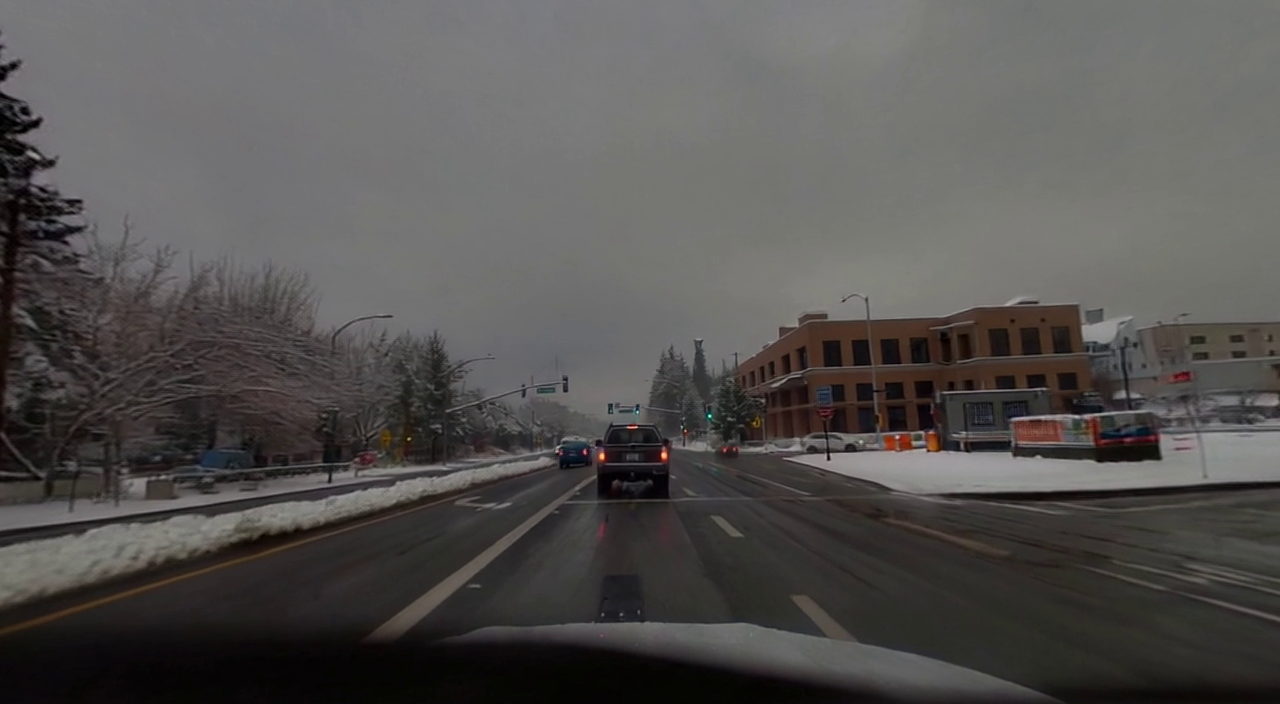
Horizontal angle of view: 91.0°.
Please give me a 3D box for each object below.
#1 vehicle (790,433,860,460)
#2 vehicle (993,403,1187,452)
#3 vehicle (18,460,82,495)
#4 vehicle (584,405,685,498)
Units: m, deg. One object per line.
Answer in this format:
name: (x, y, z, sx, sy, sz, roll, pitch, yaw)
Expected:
vehicle: (11.253, 5.728, 38.109, 4.267, 1.503, 2.145, 8, -12, -44)
vehicle: (14.858, 2.596, 21.132, 4.986, 1.467, 2.025, -6, -10, 34)
vehicle: (-33.398, 7.041, 35.550, 4.692, 1.720, 1.941, -7, -11, 40)
vehicle: (-0.248, 2.746, 17.600, 2.350, 2.122, 5.801, 0, -9, -2)
